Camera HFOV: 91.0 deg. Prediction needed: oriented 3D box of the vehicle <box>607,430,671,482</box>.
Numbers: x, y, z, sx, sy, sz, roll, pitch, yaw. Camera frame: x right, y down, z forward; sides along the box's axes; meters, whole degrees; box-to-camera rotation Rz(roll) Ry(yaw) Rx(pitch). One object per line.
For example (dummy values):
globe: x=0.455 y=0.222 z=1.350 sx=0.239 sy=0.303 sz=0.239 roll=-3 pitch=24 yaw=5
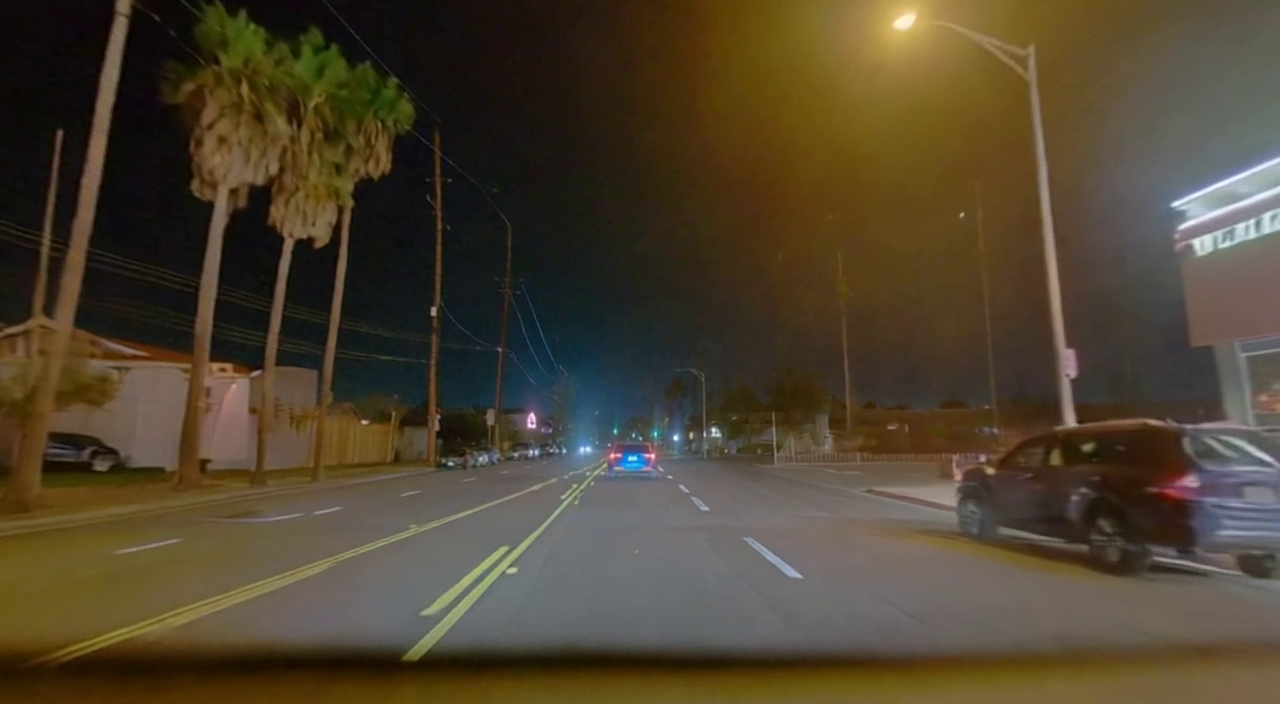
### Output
vehicle: x=-0.084 y=3.999 z=24.489 sx=2.264 sy=1.798 sz=4.563 roll=0 pitch=-9 yaw=-1

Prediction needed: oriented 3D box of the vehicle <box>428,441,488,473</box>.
vehicle: x=-10.339 y=6.008 z=36.201 sx=2.075 sy=1.693 sz=4.696 roll=0 pitch=-9 yaw=-1

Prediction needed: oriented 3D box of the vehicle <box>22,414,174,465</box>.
vehicle: x=-20.701 y=3.377 z=24.162 sx=1.911 sy=1.762 sz=4.127 roll=-8 pitch=-12 yaw=43

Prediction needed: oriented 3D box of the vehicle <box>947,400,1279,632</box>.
vehicle: x=6.044 y=1.653 z=7.399 sx=2.153 sy=1.801 sz=5.163 roll=0 pitch=-9 yaw=-1
